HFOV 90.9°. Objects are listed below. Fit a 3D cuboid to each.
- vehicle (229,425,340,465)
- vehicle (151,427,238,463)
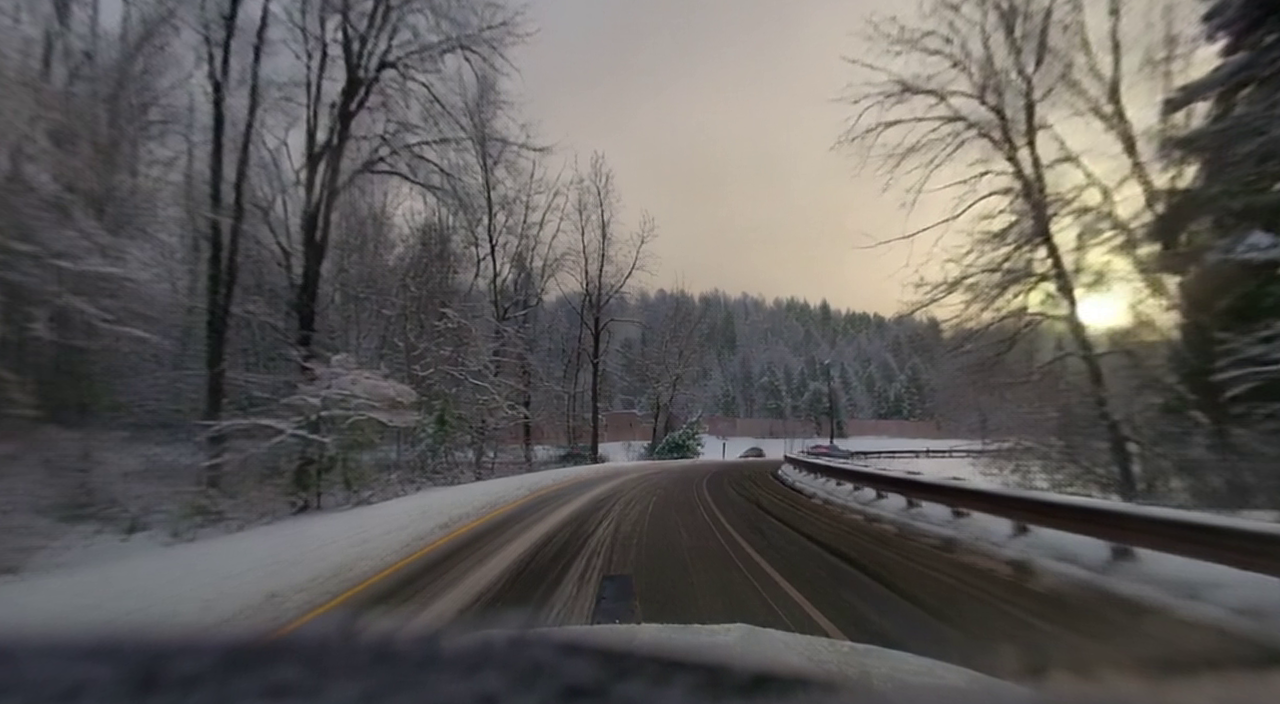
[{"bbox_3d":[-27.842,7.306,49.735,7.155,2.942,2.420,3,-8,-20],"label":"vehicle"},{"bbox_3d":[-33.677,7.050,47.802,4.784,2.535,2.203,1,-10,-19],"label":"vehicle"}]
